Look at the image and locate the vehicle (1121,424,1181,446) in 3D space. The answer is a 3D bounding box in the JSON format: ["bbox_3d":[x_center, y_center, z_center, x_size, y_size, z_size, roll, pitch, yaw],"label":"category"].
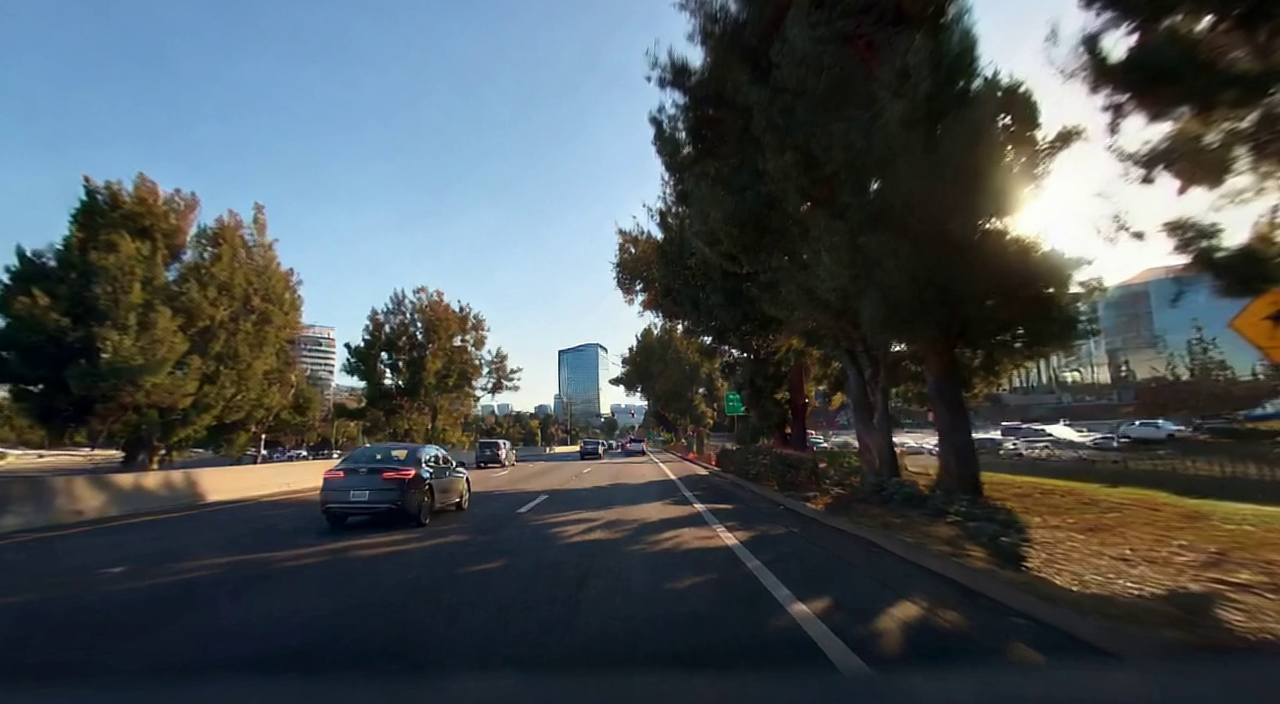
[{"bbox_3d":[39.766,6.487,49.132,4.191,1.660,2.091,5,-10,-30],"label":"vehicle"}]

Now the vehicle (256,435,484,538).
[{"bbox_3d":[-4.532,2.308,11.562,1.920,1.480,4.549,-1,-8,4],"label":"vehicle"}]

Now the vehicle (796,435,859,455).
[{"bbox_3d":[14.502,7.208,48.820,4.505,1.472,2.020,4,-10,-27],"label":"vehicle"}]

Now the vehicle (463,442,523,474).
[{"bbox_3d":[-7.235,5.235,31.523,1.852,1.458,4.422,0,-8,1],"label":"vehicle"}]
